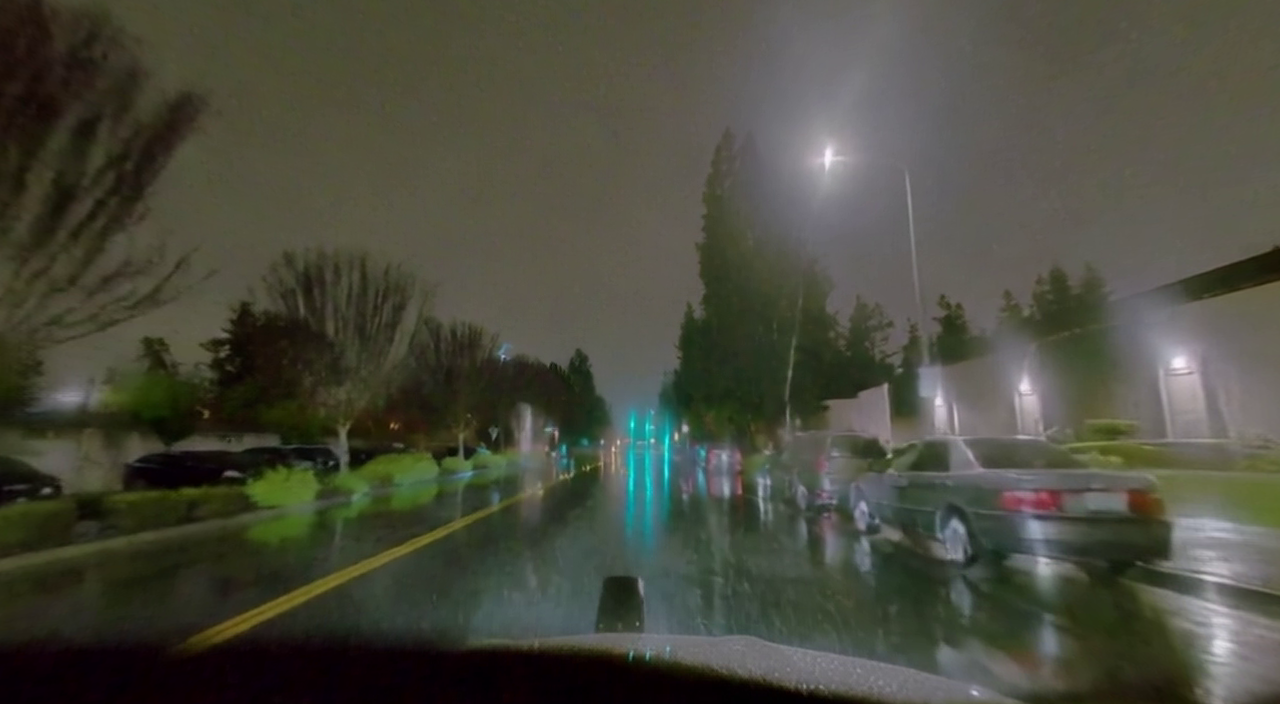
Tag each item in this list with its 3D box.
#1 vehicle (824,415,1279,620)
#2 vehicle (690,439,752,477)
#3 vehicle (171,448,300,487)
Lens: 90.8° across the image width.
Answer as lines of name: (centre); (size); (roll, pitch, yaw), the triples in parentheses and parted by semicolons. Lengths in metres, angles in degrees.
vehicle: (3.950, 1.614, 7.350); (1.933, 1.528, 5.006); (0, -8, -2)
vehicle: (3.601, 4.804, 28.952); (1.952, 1.538, 5.215); (0, -8, -2)
vehicle: (-16.644, 4.711, 26.056); (4.491, 1.455, 1.959); (-3, -9, 17)
